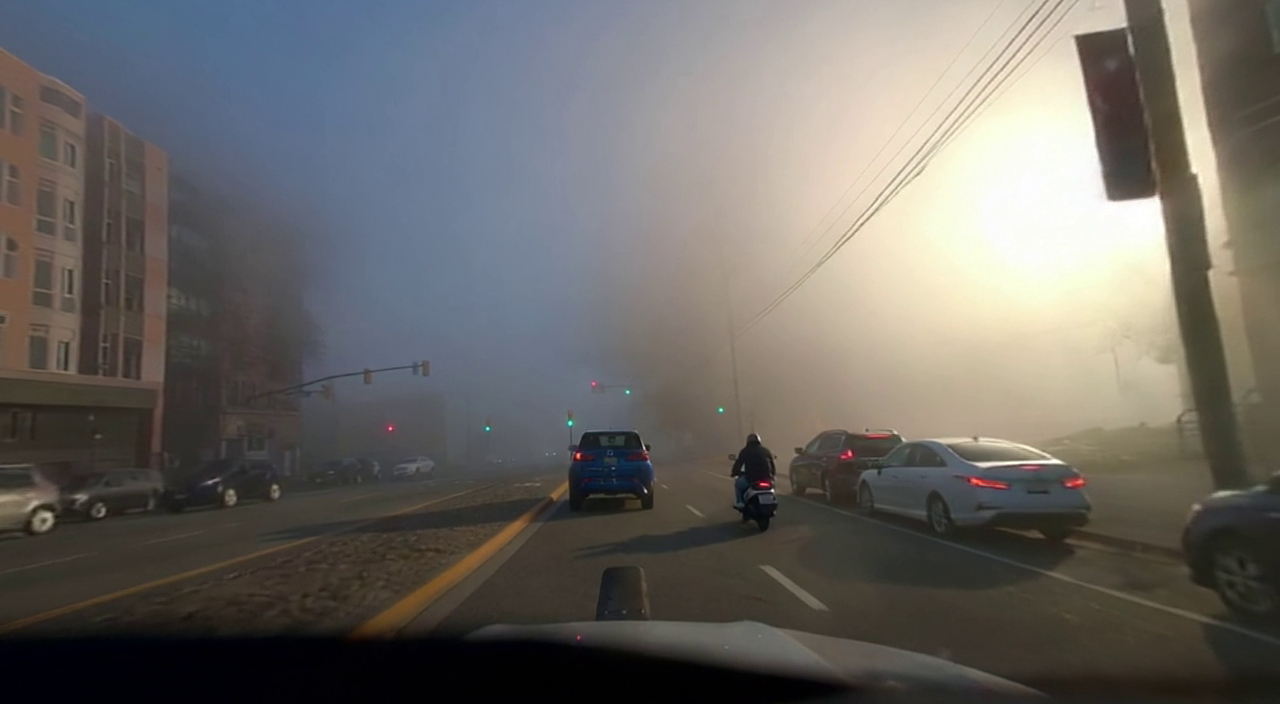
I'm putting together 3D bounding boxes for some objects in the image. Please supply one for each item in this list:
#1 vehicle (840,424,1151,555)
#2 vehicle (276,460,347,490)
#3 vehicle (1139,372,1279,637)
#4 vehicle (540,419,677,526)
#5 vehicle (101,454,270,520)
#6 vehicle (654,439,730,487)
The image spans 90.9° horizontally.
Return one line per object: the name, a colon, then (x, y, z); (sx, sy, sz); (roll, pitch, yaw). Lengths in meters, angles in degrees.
vehicle: (4.954, 1.970, 9.808); (2.012, 1.532, 4.565); (0, -9, -3)
vehicle: (-19.294, 7.225, 37.292); (2.038, 1.607, 4.348); (1, -9, -3)
vehicle: (5.300, 0.840, 3.110); (2.094, 1.719, 4.150); (0, -9, -3)
vehicle: (-0.590, 2.307, 12.599); (2.265, 1.748, 4.130); (0, -9, -2)
vehicle: (-14.684, 4.325, 20.836); (2.267, 1.831, 4.702); (0, -9, -4)
vehicle: (1.697, 3.845, 22.227); (2.101, 1.507, 4.355); (0, -9, -3)
